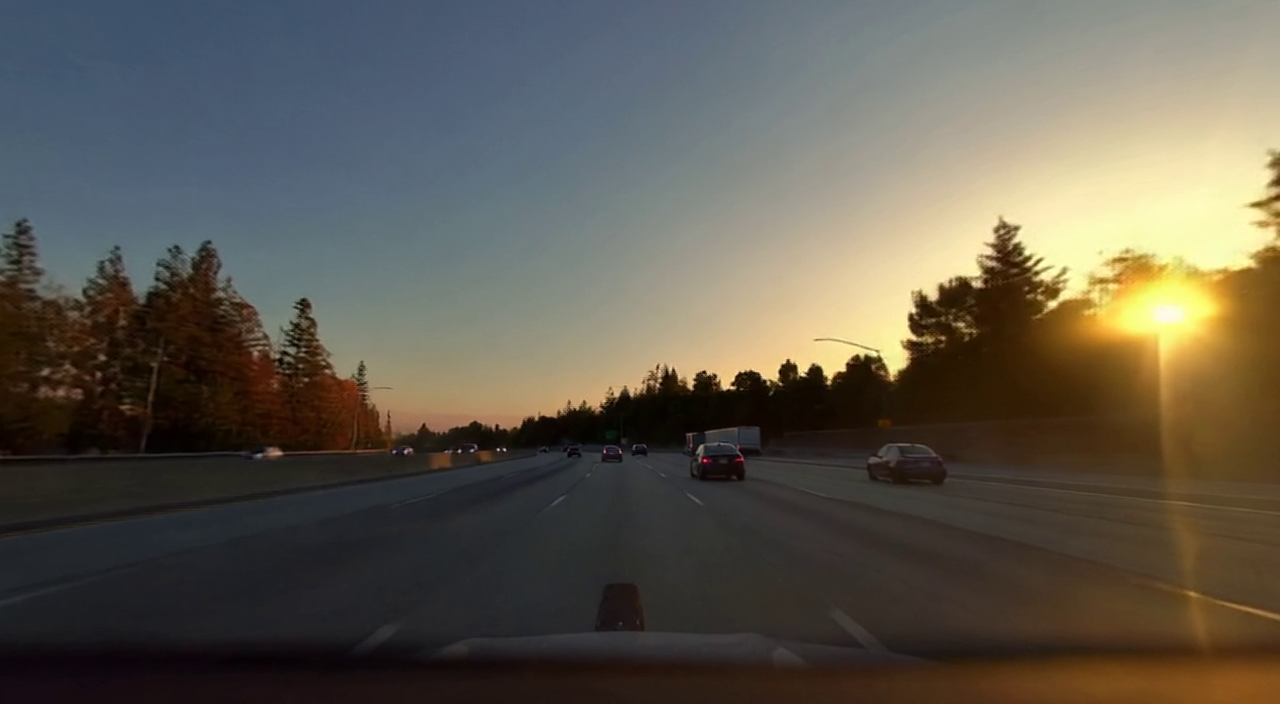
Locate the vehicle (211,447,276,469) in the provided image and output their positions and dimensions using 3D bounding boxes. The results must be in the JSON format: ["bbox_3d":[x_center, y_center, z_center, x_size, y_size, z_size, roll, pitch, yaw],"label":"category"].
[{"bbox_3d":[-29.394,7.858,46.838,1.881,1.532,4.734,0,-9,-2],"label":"vehicle"}]

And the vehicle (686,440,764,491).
[{"bbox_3d":[2.797,3.838,21.568,1.975,1.562,3.823,0,-9,-2],"label":"vehicle"}]

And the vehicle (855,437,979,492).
[{"bbox_3d":[9.193,3.773,21.433,1.909,1.634,4.739,0,-9,-2],"label":"vehicle"}]
